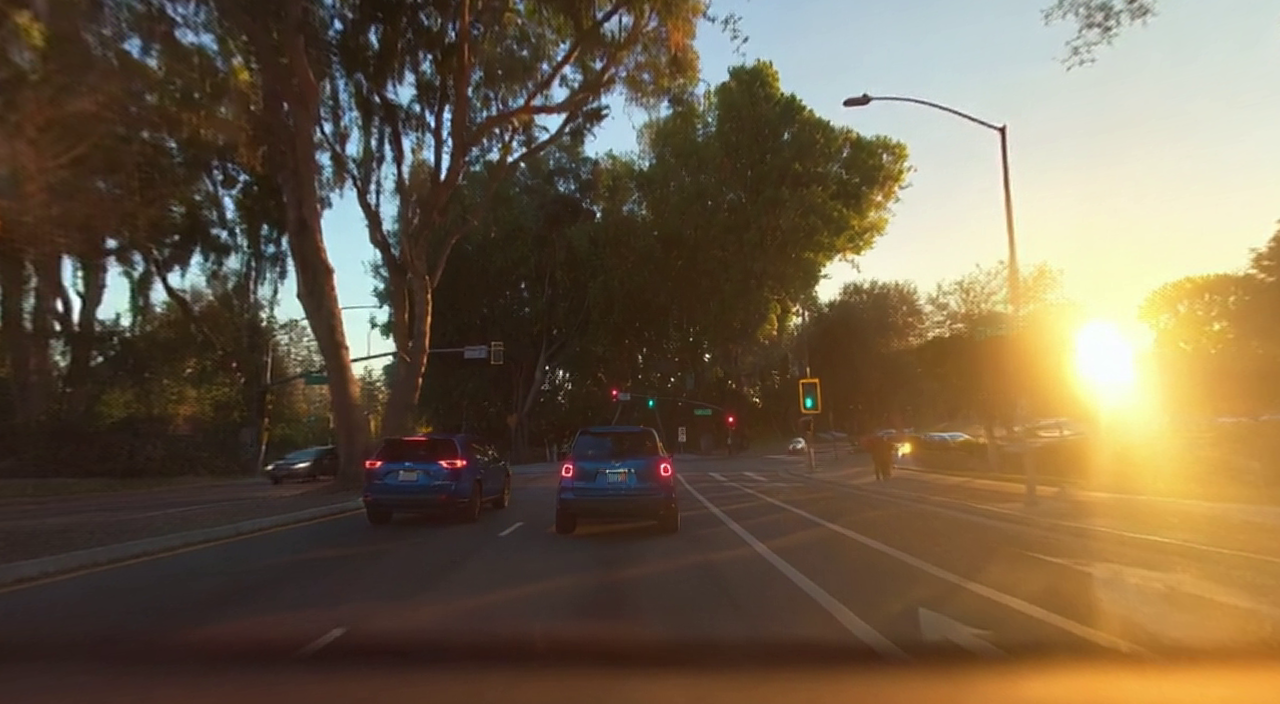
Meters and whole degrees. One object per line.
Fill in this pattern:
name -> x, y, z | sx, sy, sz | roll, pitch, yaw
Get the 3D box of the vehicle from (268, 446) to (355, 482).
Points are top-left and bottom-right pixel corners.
vehicle -> -16.059, 5.511, 31.187 | 2.003, 1.653, 4.388 | 0, -10, -2

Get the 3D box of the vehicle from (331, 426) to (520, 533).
vehicle -> -3.822, 2.347, 12.254 | 2.009, 1.673, 4.454 | 0, -8, 1

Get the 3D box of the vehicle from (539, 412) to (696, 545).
vehicle -> -0.268, 2.098, 11.187 | 2.131, 1.793, 5.016 | 0, -8, 1
